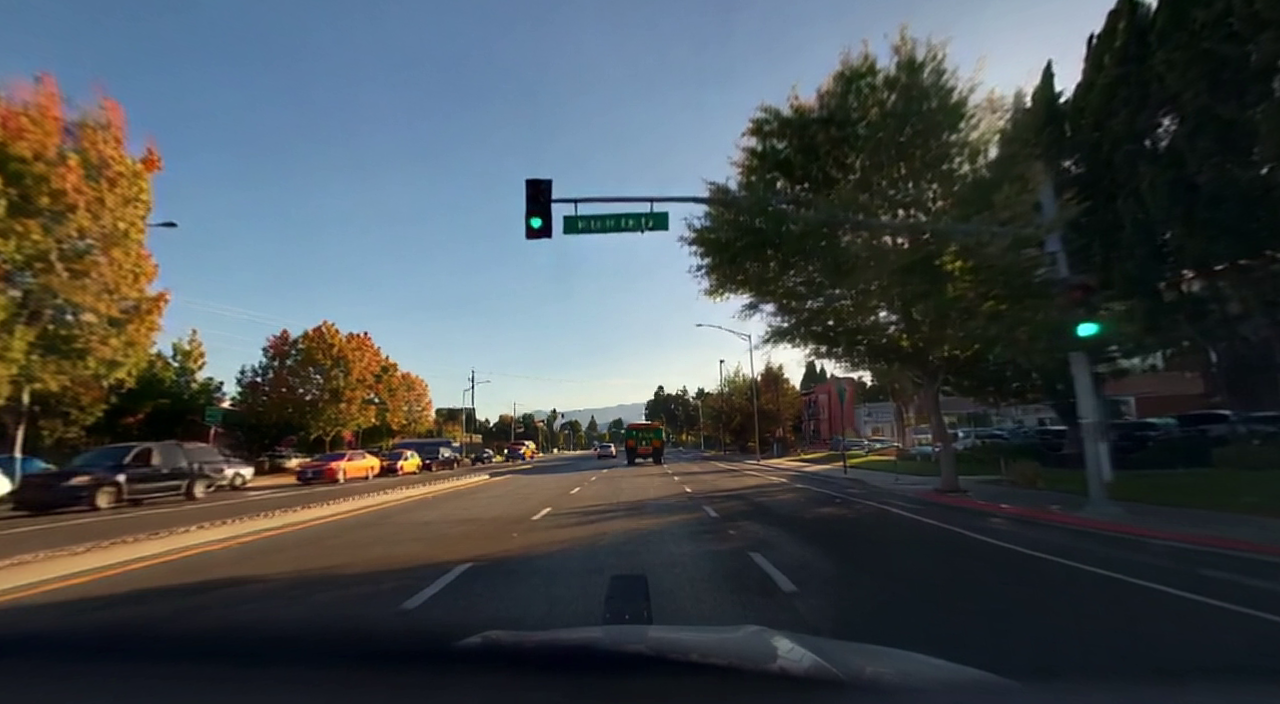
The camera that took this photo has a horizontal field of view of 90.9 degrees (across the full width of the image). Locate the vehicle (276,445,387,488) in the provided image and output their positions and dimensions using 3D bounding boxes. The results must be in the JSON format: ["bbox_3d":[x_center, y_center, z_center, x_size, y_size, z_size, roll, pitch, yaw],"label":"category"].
[{"bbox_3d":[-11.740,4.365,24.375,1.935,1.467,4.451,0,-8,2],"label":"vehicle"}]

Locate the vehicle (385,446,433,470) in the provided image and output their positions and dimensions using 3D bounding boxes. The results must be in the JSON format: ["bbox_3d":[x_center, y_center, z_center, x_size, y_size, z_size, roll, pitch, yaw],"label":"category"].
[{"bbox_3d":[-17.942,8.240,49.196,1.899,1.727,4.464,0,-8,3],"label":"vehicle"}]

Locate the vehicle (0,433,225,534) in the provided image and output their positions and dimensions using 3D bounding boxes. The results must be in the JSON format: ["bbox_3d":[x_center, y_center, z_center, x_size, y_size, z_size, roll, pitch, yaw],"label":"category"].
[{"bbox_3d":[-12.329,2.870,14.545,2.068,1.747,5.040,-4,-6,2],"label":"vehicle"}]

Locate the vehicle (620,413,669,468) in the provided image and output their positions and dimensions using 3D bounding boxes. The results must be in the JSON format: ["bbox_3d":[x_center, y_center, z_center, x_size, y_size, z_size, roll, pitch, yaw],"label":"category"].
[{"bbox_3d":[0.210,5.817,41.292,2.843,3.120,10.422,0,-8,-1],"label":"vehicle"}]

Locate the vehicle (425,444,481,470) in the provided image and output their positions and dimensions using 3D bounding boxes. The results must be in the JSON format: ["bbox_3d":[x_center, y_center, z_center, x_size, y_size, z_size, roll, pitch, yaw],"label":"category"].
[{"bbox_3d":[-11.433,6.437,38.836,1.884,1.486,4.566,0,-8,2],"label":"vehicle"}]
